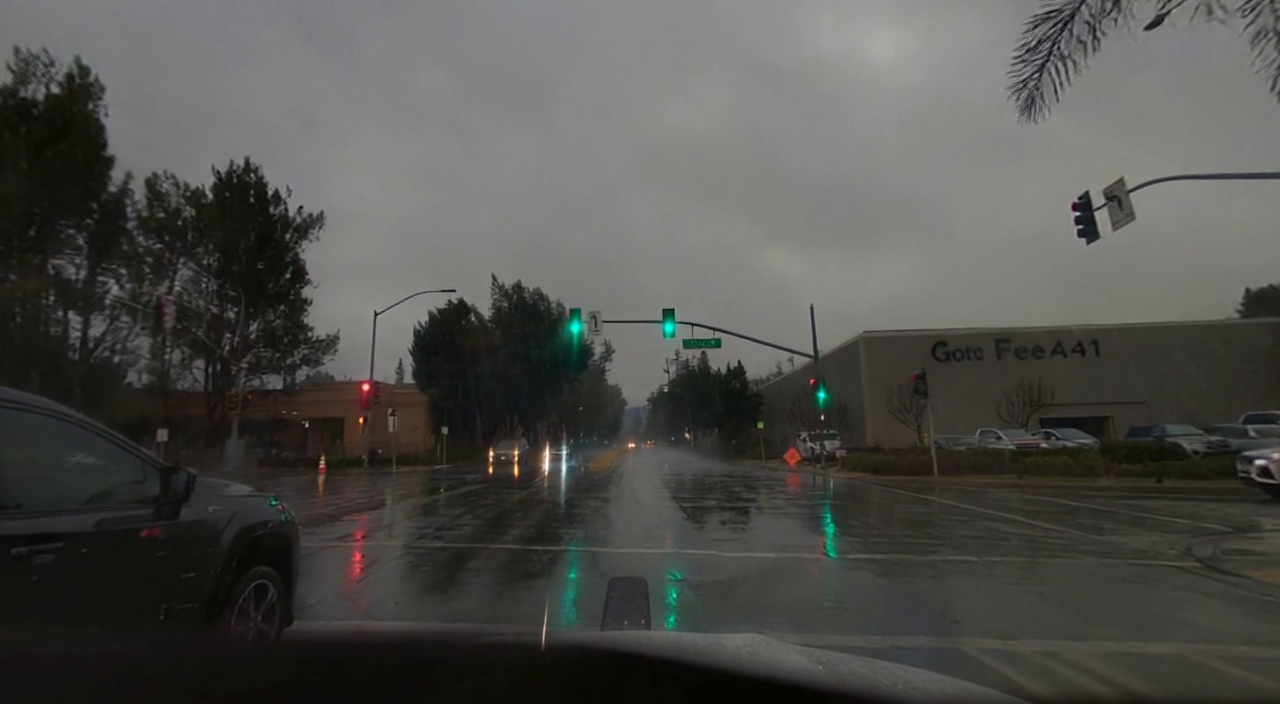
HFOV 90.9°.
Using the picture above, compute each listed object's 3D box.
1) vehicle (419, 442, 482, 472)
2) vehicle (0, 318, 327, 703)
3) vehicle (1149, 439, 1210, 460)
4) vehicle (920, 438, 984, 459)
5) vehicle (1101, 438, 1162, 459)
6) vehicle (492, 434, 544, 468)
[{"bbox_3d":[-10.633,5.914,35.718,2.041,1.548,4.868,0,-8,0],"label":"vehicle"},{"bbox_3d":[-3.478,0.812,2.700,2.000,1.789,4.638,0,-8,-2],"label":"vehicle"},{"bbox_3d":[41.146,7.494,48.175,1.767,1.456,4.191,-5,-11,15],"label":"vehicle"},{"bbox_3d":[21.457,6.639,43.412,3.576,1.425,1.702,2,-8,-11],"label":"vehicle"},{"bbox_3d":[38.477,7.550,49.508,1.837,1.514,4.786,-2,-9,13],"label":"vehicle"},{"bbox_3d":[-7.162,5.858,37.461,2.081,1.818,4.782,0,-8,1],"label":"vehicle"}]
